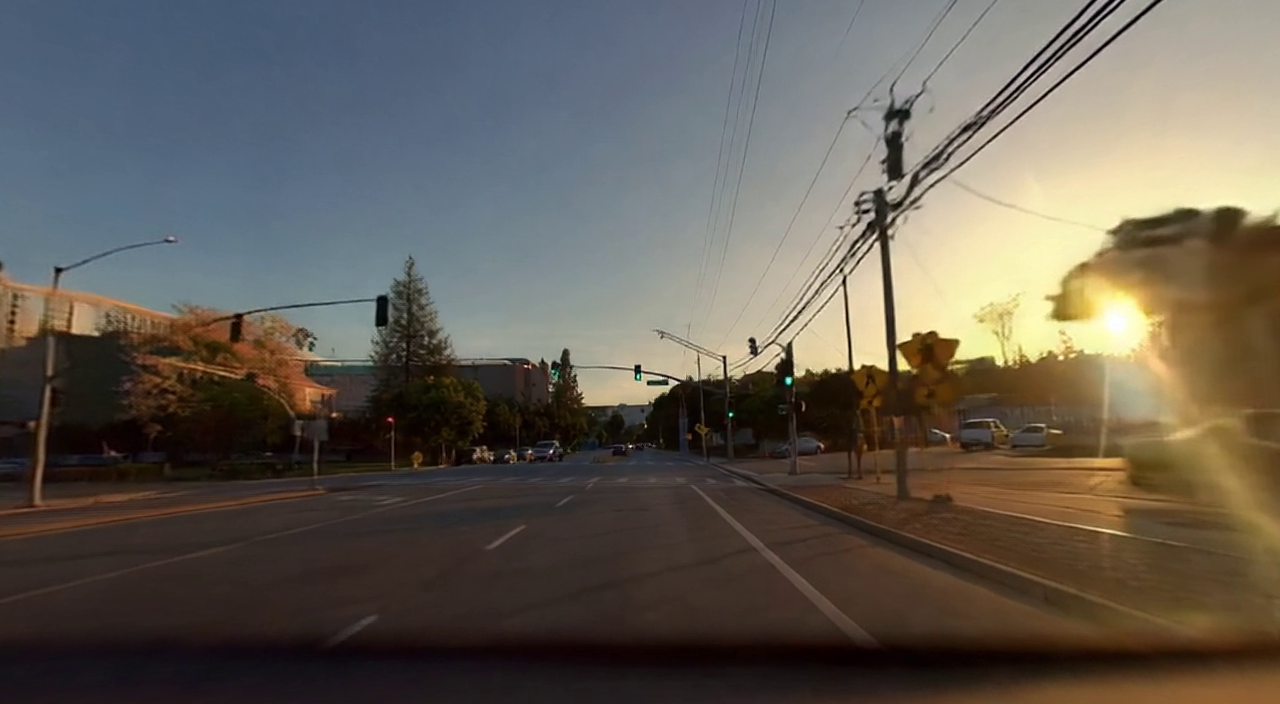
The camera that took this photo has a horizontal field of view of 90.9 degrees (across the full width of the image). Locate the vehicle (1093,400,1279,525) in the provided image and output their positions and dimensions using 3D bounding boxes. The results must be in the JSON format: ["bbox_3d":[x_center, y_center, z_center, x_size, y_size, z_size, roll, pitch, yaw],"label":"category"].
[{"bbox_3d":[10.410,1.713,10.040,4.765,1.738,2.101,0,-8,-2],"label":"vehicle"}]

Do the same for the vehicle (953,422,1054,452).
[{"bbox_3d":[26.739,6.338,46.712,2.370,2.038,6.186,3,-9,-22],"label":"vehicle"}]
